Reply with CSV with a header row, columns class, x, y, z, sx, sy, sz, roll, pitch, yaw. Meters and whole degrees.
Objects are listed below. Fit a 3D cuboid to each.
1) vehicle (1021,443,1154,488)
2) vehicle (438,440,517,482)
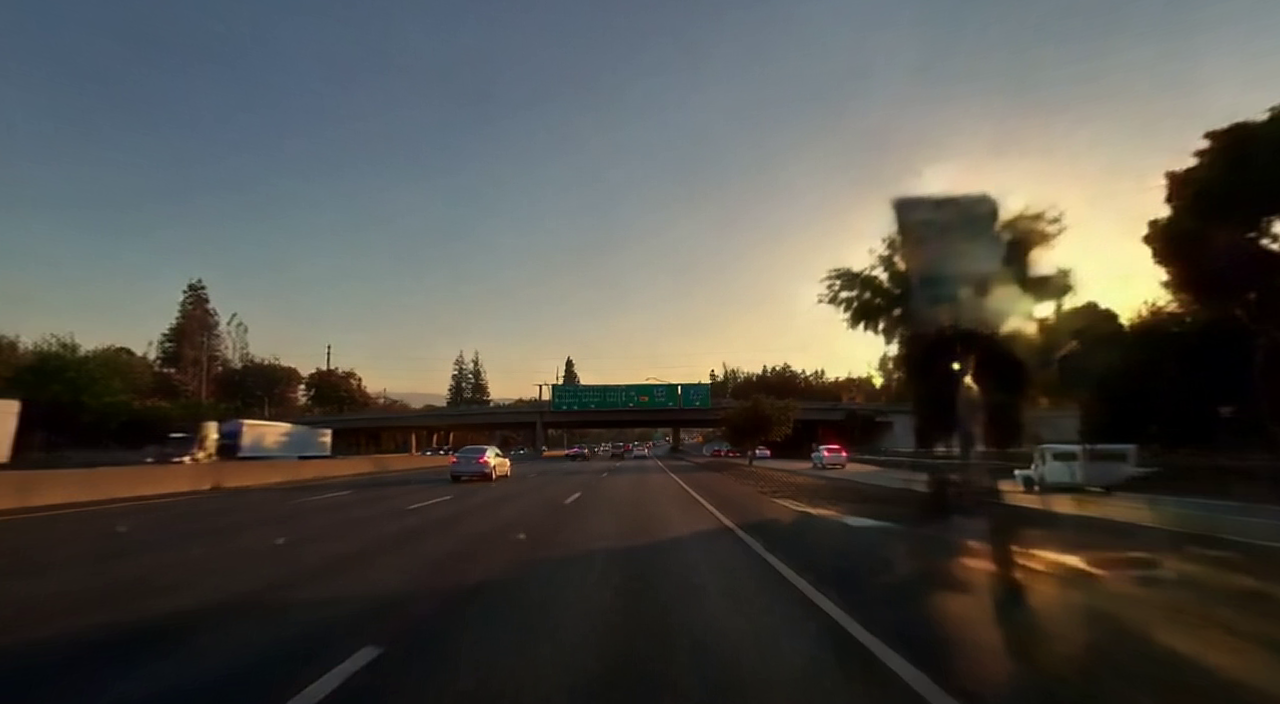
class,x,y,z,sx,sy,sz,roll,pitch,yaw
vehicle,17.810,4.490,25.386,2.012,1.601,4.565,0,-8,0
vehicle,-6.443,4.349,25.454,1.985,1.513,4.172,0,-8,1
